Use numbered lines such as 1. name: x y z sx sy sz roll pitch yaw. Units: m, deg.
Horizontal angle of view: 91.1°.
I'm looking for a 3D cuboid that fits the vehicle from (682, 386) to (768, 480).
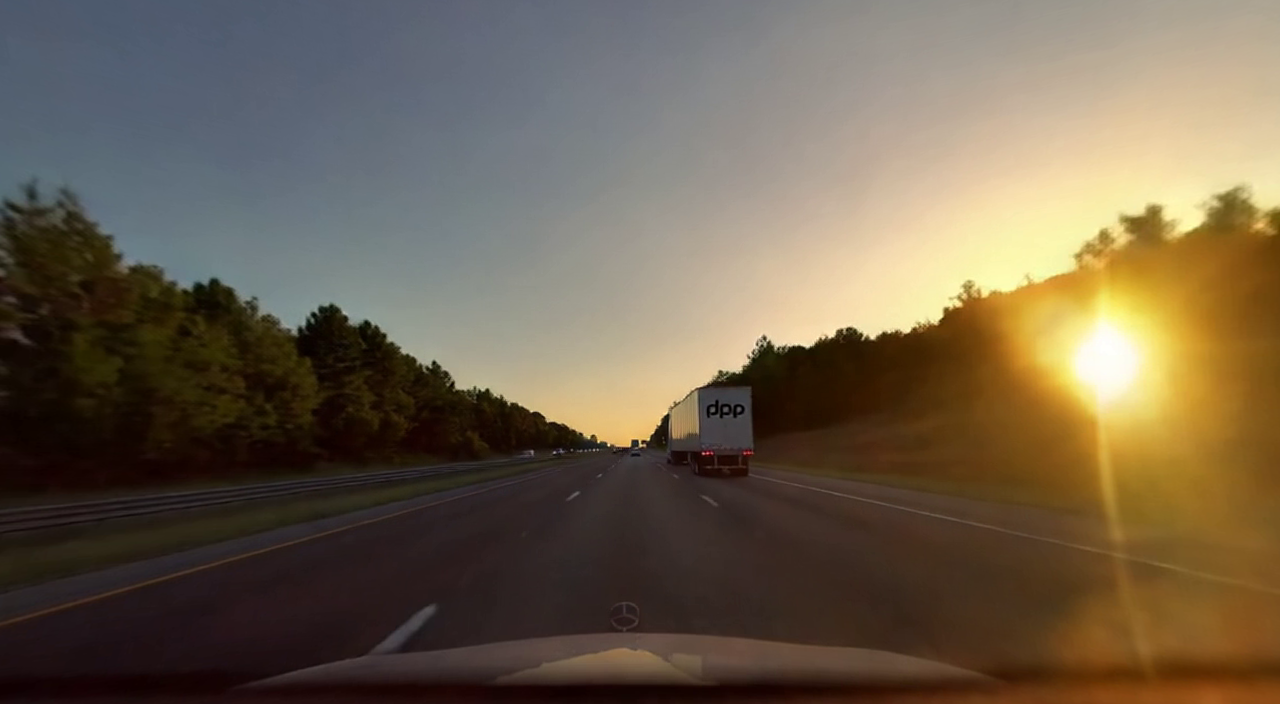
1. vehicle: 3.864 4.055 30.796 2.856 3.933 8.334 0 -9 -1
